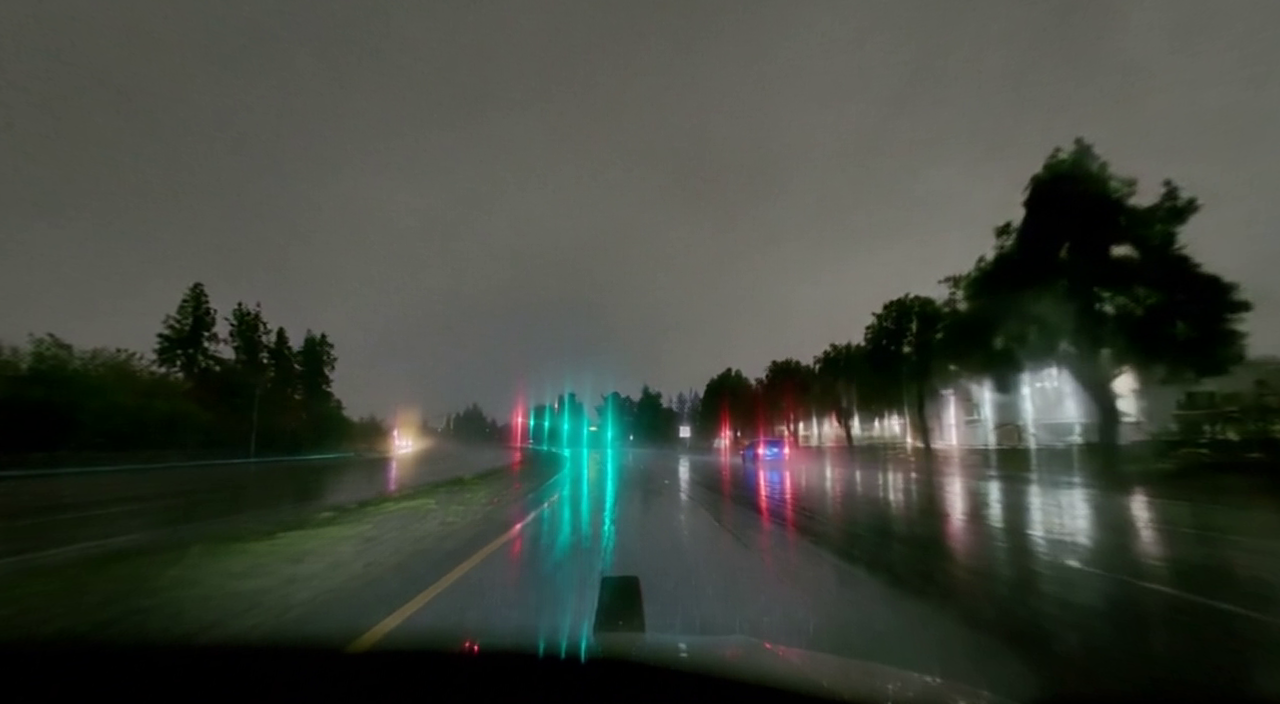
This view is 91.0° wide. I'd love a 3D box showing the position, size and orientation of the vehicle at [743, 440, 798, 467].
[{"bbox_3d":[7.566,5.925,37.002,1.908,1.483,4.474,1,-9,-6],"label":"vehicle"}]
